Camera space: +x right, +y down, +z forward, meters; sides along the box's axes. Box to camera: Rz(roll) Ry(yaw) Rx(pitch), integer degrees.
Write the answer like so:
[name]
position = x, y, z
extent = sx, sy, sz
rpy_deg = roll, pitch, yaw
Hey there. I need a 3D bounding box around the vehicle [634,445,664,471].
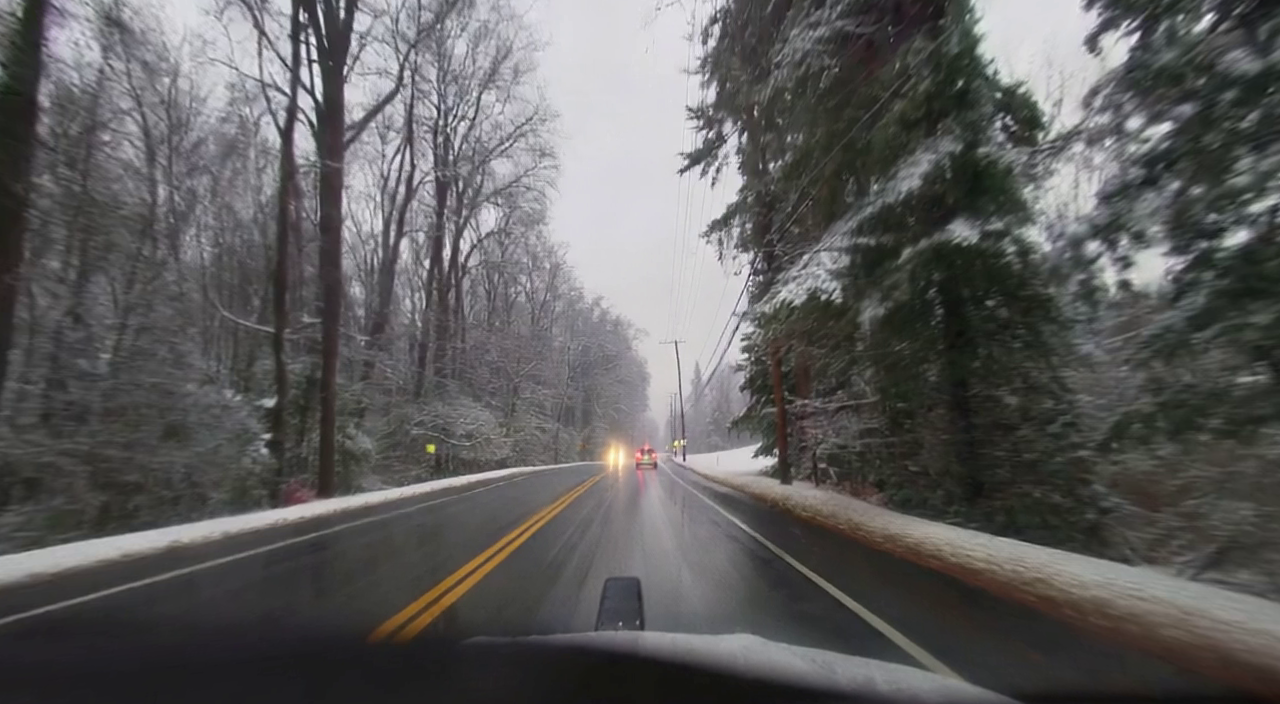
[vehicle]
position = 0.634, 7.666, 45.975
extent = 2.083, 1.767, 4.448
rpy_deg = 0, -9, 0
